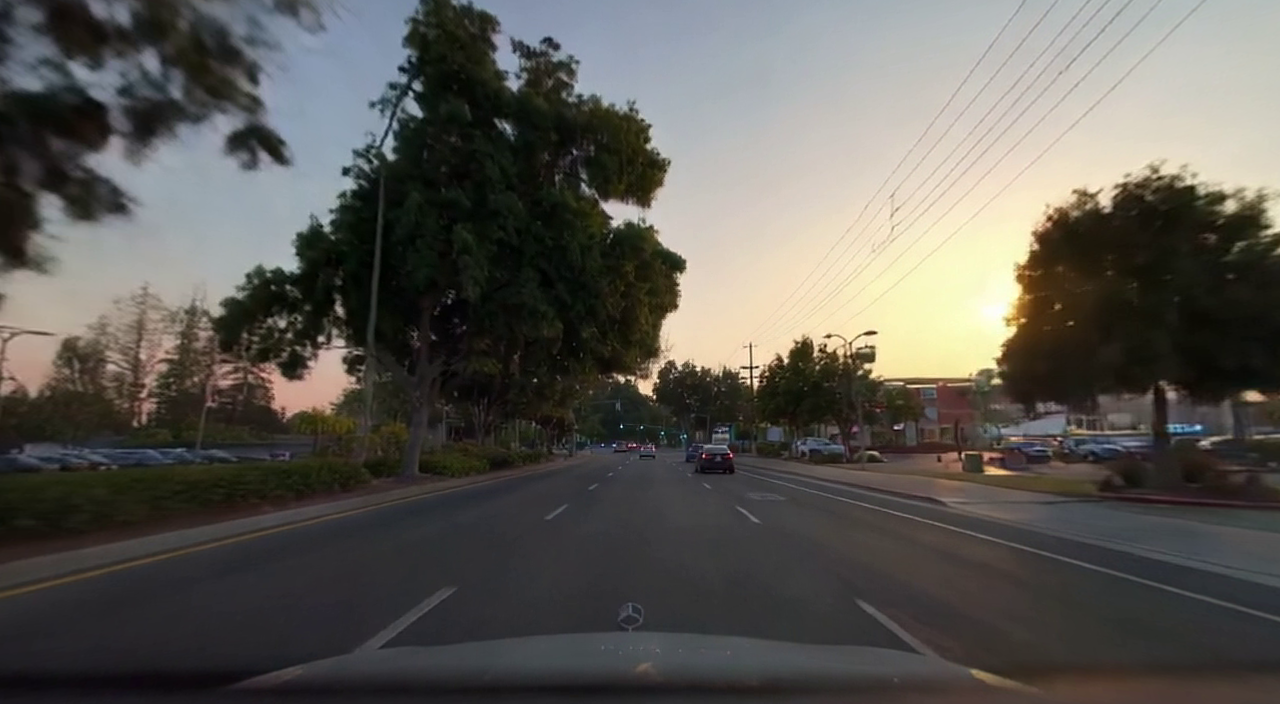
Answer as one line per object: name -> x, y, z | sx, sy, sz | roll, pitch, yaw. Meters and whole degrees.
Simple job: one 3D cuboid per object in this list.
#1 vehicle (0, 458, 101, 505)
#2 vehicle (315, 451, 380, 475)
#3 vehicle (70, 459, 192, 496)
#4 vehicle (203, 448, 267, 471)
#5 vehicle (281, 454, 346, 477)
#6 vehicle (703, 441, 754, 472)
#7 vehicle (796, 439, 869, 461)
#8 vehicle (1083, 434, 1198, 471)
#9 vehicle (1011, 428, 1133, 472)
vehicle -> -22.487, 4.577, 22.419 | 2.111, 1.500, 5.131 | 0, -8, -1
vehicle -> -19.269, 7.320, 41.780 | 1.822, 1.479, 4.692 | -1, -8, 4
vehicle -> -22.461, 5.521, 28.059 | 1.771, 1.373, 4.308 | 0, -8, 2
vehicle -> -30.933, 8.174, 48.290 | 1.904, 1.639, 4.317 | 0, -9, 2
vehicle -> -22.041, 7.672, 42.811 | 1.778, 1.395, 4.713 | 0, -8, 2
vehicle -> 4.483, 5.342, 32.456 | 1.916, 1.459, 4.335 | 0, -8, -1
vehicle -> 14.808, 7.569, 48.630 | 4.909, 1.463, 1.924 | -2, -9, 1
vehicle -> 24.663, 4.968, 31.338 | 1.894, 1.656, 4.841 | 0, -8, 2
vehicle -> 21.305, 4.888, 31.513 | 2.124, 1.920, 5.946 | 0, -9, 3
